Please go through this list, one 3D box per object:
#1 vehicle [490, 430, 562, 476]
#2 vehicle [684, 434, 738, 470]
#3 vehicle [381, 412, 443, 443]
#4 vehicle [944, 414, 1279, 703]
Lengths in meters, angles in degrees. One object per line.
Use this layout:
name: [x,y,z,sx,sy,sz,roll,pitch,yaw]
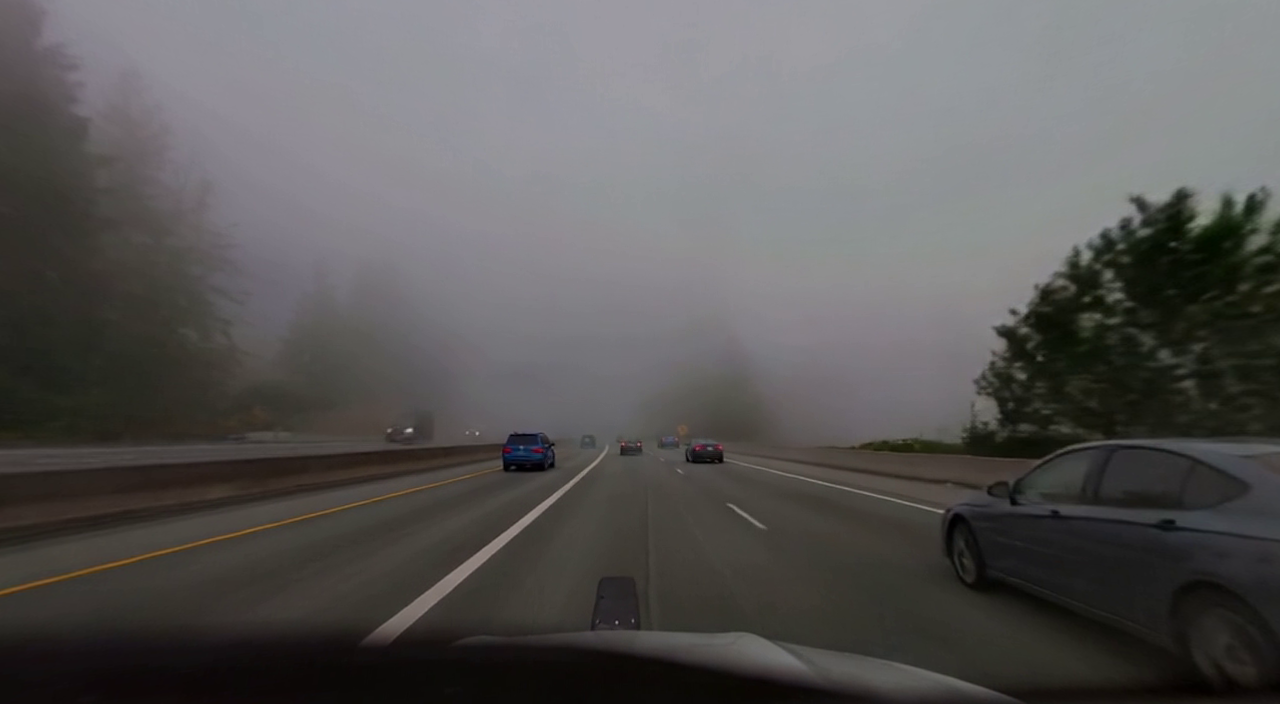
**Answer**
vehicle: [-4.154,3.725,23.583,1.941,1.529,4.111,0,-8,-1]
vehicle: [3.172,4.543,28.964,1.883,1.536,3.792,1,-8,-3]
vehicle: [-14.376,4.829,40.077,2.062,1.813,4.744,0,-7,1]
vehicle: [3.839,1.174,3.832,1.986,1.488,3.867,1,-8,-1]
